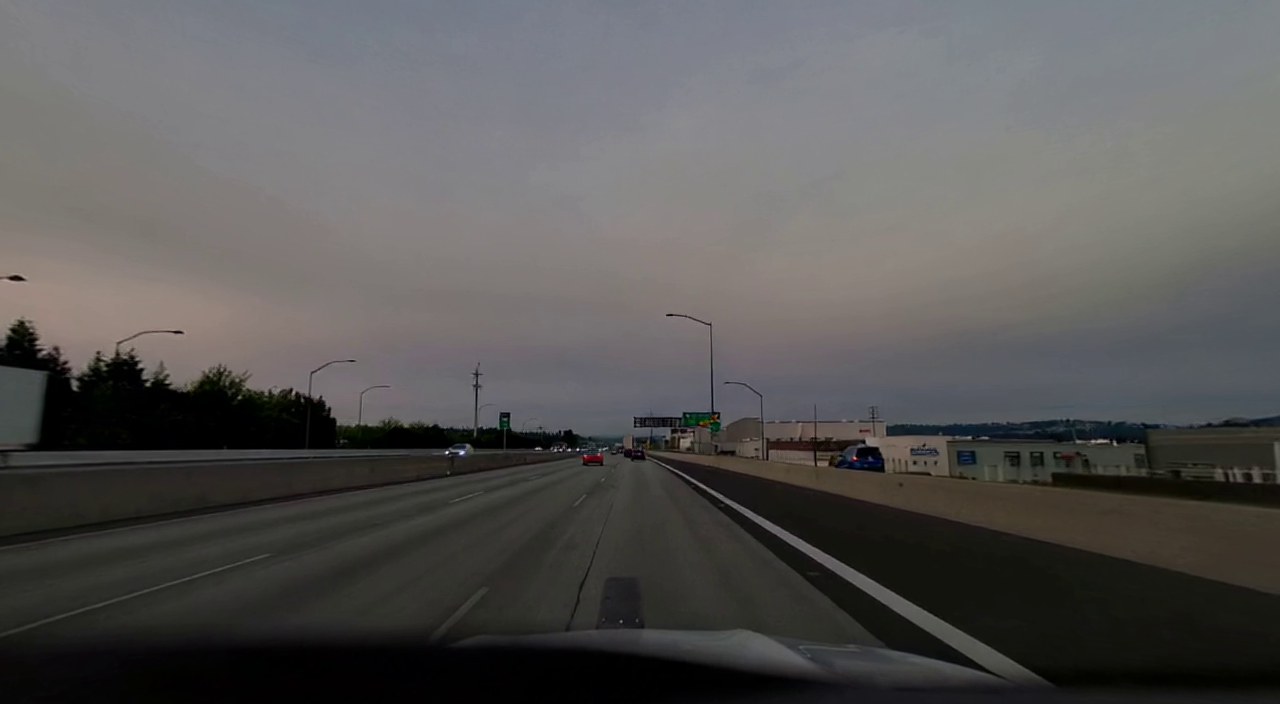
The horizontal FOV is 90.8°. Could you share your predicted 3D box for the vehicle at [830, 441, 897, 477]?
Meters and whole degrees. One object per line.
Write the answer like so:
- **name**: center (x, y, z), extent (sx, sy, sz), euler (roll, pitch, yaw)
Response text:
- **vehicle**: center (15.666, 7.522, 44.591), extent (2.411, 2.326, 5.300), euler (1, -9, -4)
